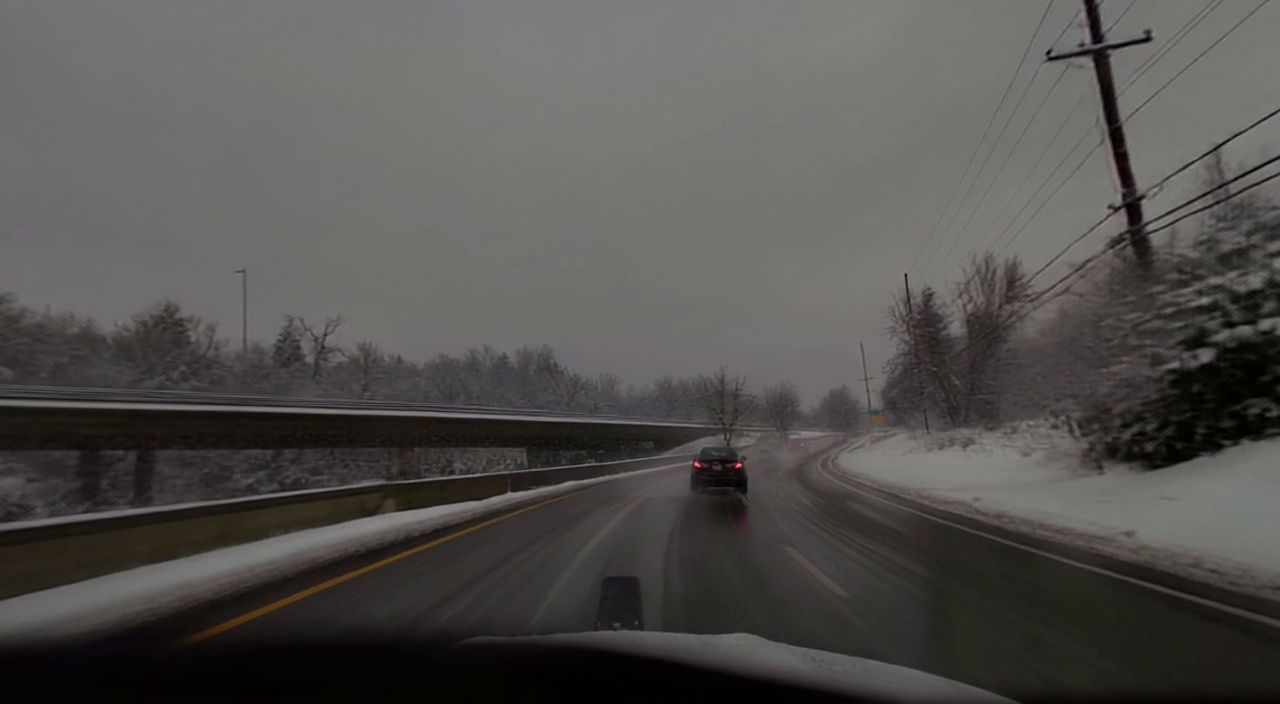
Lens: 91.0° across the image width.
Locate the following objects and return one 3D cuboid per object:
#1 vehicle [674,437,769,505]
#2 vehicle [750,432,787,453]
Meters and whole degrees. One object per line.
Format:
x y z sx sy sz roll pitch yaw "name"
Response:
2.085 2.981 16.254 2.091 1.482 4.321 -1 -9 7 "vehicle"
9.581 6.709 46.625 1.931 1.485 4.191 -3 -9 21 "vehicle"
